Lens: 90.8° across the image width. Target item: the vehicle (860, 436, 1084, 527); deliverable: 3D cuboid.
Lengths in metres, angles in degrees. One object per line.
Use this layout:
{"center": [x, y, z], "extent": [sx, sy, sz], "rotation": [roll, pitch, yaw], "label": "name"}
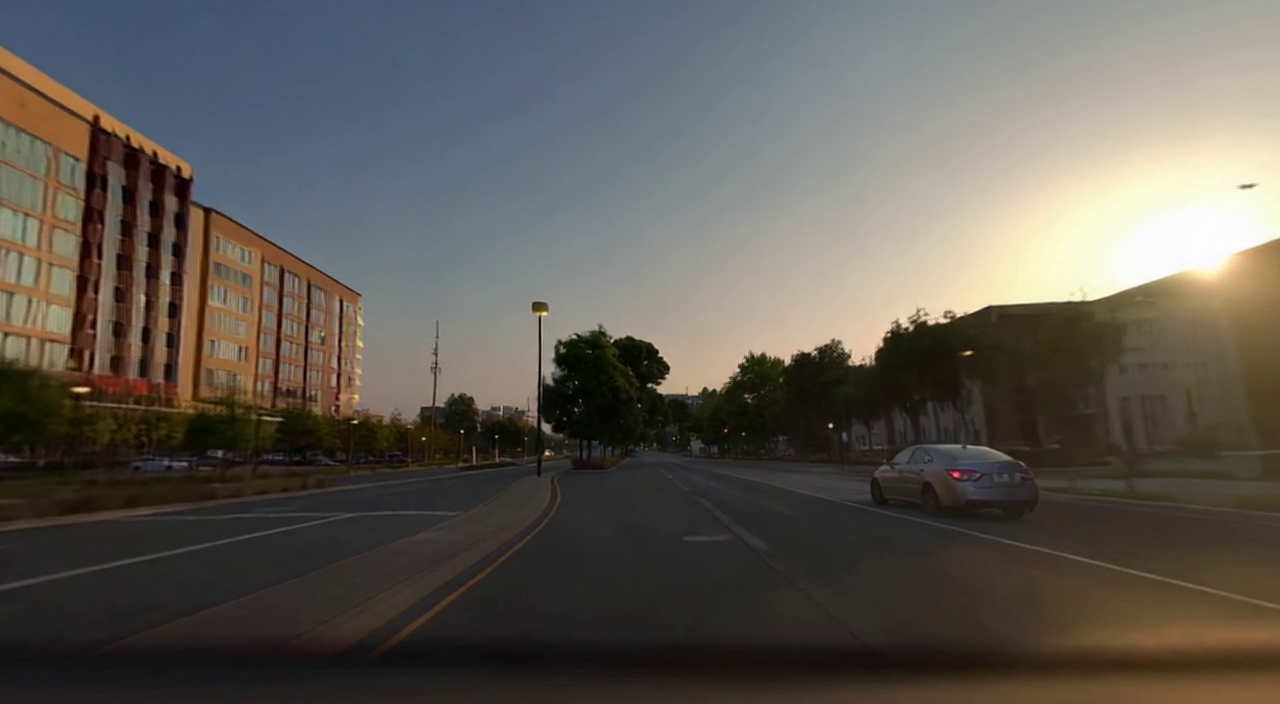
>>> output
{"center": [6.413, 2.534, 13.014], "extent": [1.913, 1.504, 4.738], "rotation": [0, -9, -2], "label": "vehicle"}
